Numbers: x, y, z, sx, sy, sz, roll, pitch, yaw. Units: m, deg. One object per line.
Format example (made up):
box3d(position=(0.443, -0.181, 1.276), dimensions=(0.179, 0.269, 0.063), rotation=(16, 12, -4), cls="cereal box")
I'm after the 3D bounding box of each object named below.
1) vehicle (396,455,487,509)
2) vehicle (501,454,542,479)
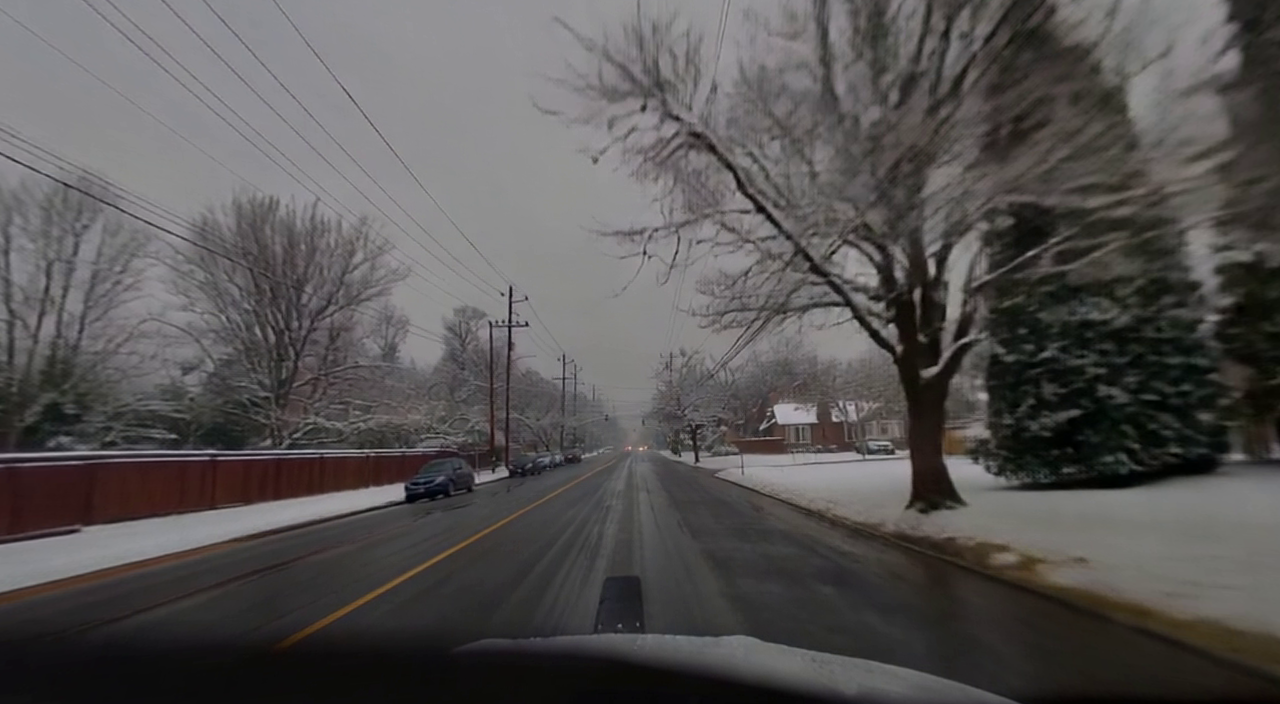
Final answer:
box3d(position=(-7.259, 4.764, 23.588), dimensions=(1.869, 1.442, 4.344), rotation=(-9, -8, -1), cls="vehicle")
box3d(position=(-7.761, 7.510, 41.650), dimensions=(1.949, 1.512, 3.818), rotation=(0, -9, 0), cls="vehicle")
